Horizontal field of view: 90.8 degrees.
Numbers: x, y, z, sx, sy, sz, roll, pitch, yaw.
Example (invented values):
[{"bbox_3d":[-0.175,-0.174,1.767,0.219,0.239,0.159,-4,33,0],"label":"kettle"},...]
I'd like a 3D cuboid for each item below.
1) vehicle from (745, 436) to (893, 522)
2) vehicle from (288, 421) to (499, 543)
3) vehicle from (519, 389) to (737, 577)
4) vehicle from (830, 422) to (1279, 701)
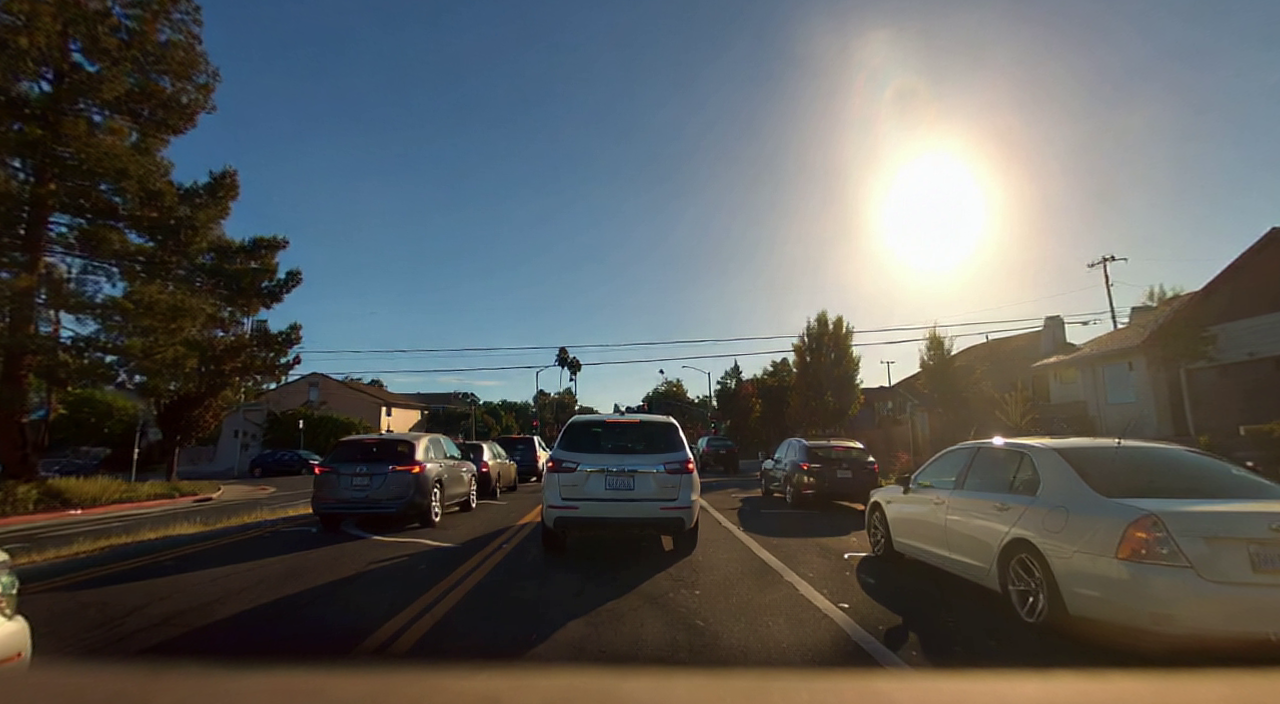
[{"bbox_3d":[3.470,2.524,13.085,1.880,1.476,3.932,0,-8,0],"label":"vehicle"},{"bbox_3d":[-3.723,2.024,10.522,1.864,1.576,4.324,0,-8,-2],"label":"vehicle"},{"bbox_3d":[-0.205,1.613,8.531,2.164,1.867,4.254,0,-8,-2],"label":"vehicle"},{"bbox_3d":[3.473,1.463,5.762,1.977,1.480,4.589,0,-8,-1],"label":"vehicle"}]
